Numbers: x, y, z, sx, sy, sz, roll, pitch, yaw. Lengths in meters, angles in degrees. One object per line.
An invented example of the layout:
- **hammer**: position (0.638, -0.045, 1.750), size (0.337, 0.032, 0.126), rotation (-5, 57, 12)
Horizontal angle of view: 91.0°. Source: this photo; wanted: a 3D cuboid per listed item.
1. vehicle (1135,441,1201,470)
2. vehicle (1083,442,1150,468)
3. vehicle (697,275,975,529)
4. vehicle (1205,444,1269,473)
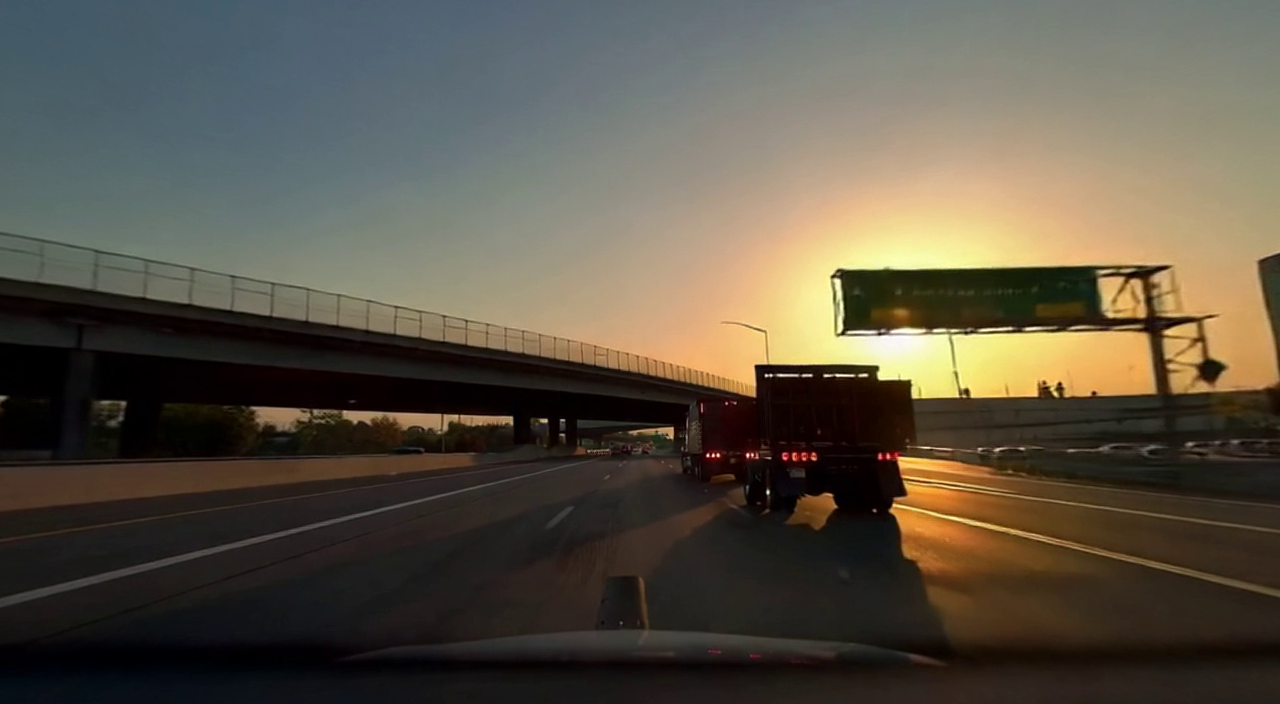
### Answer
- **vehicle**: position (35.462, 6.896, 42.231), size (4.968, 1.825, 2.218), rotation (7, -11, -37)
- **vehicle**: position (36.081, 7.765, 47.639), size (4.783, 1.697, 2.084), rotation (2, -9, -28)
- **vehicle**: position (3.843, 1.954, 18.222), size (2.949, 4.149, 16.046), rotation (0, -9, 0)
- **vehicle**: position (35.322, 6.266, 37.200), size (4.488, 1.596, 1.972), rotation (7, -11, -38)
